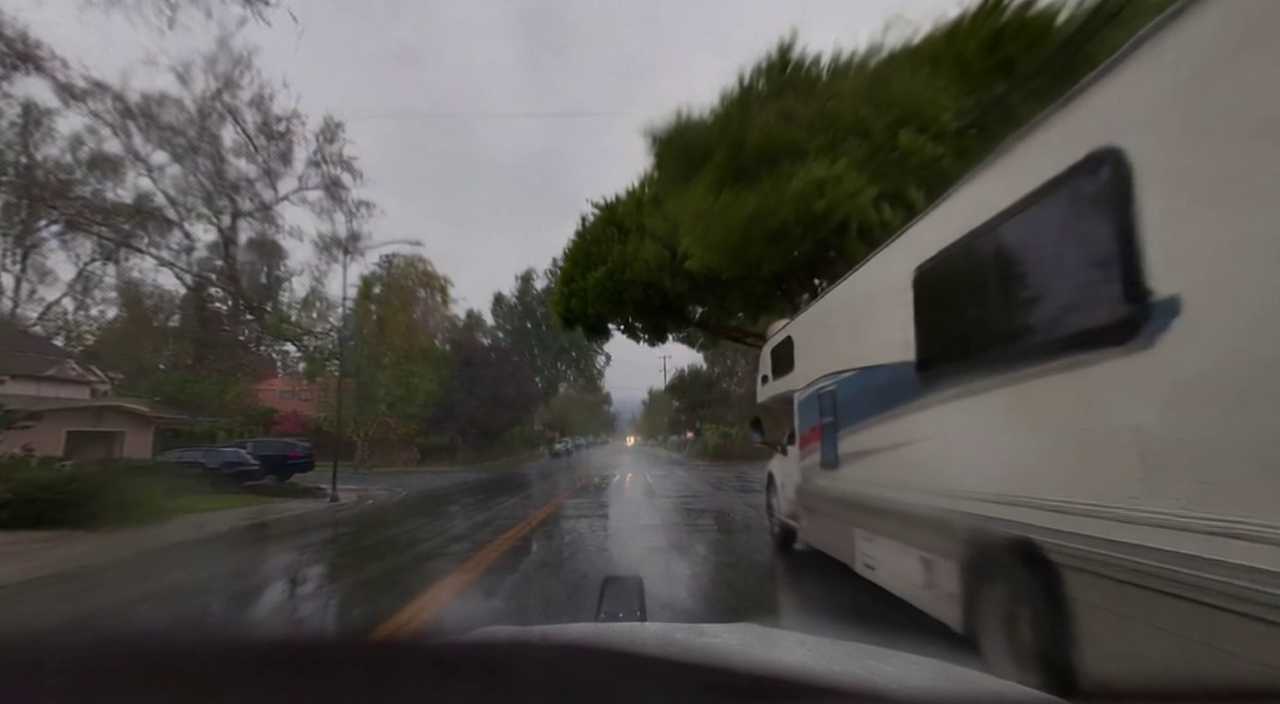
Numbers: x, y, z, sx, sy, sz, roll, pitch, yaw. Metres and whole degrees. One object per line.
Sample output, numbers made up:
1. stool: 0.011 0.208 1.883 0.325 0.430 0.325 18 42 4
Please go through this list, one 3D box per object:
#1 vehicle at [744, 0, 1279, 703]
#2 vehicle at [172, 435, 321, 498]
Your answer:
1. vehicle: 3.154 0.512 5.327 2.915 3.243 8.972 0 -8 -1
2. vehicle: -12.942 3.757 21.156 2.111 1.856 4.803 0 -8 -4
